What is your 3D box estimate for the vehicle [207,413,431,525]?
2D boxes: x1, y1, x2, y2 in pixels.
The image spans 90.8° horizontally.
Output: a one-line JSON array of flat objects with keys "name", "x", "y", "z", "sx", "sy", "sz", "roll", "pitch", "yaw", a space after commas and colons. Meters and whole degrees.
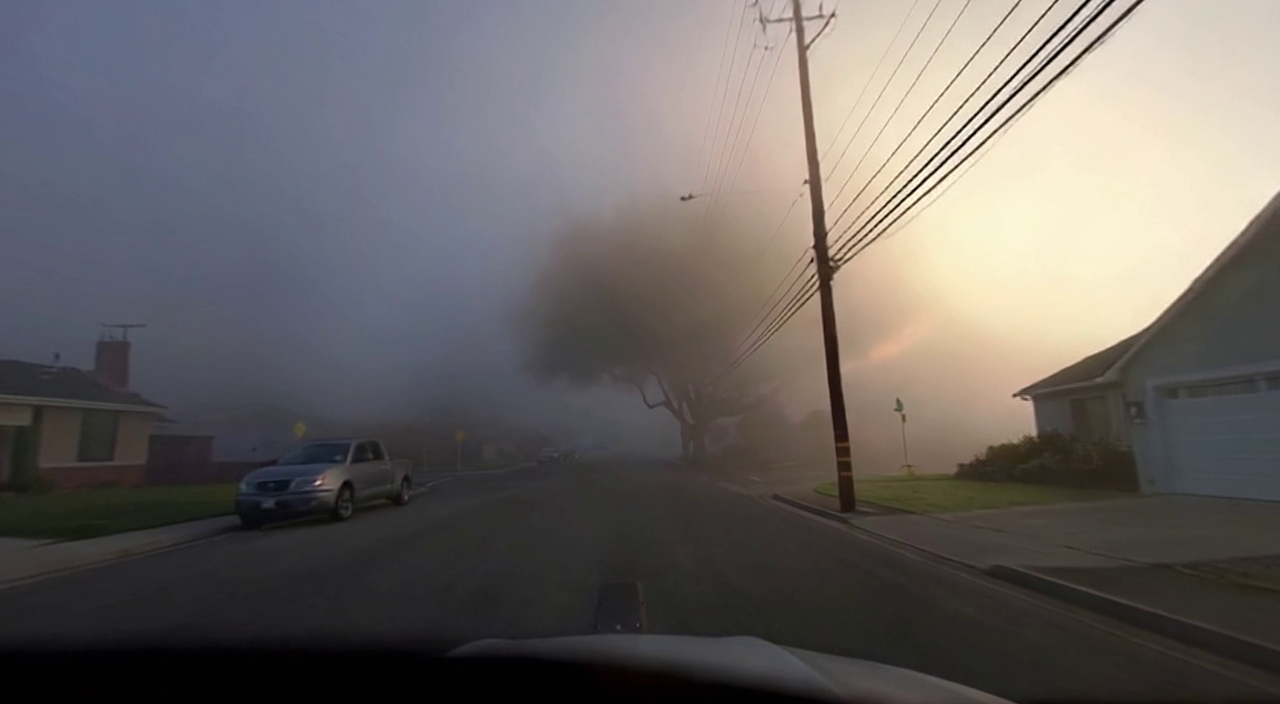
[{"name": "vehicle", "x": -7.446, "y": 2.851, "z": 15.788, "sx": 2.739, "sy": 2.164, "sz": 6.065, "roll": -1, "pitch": -9, "yaw": -4}]
